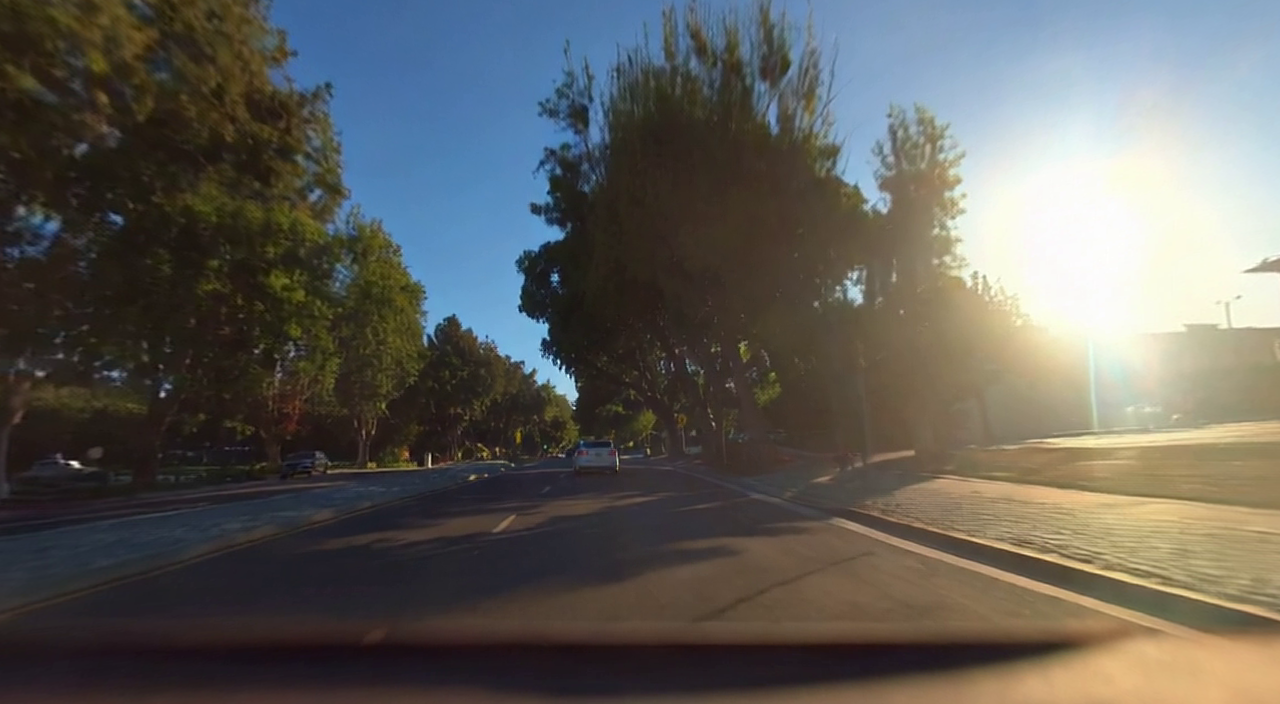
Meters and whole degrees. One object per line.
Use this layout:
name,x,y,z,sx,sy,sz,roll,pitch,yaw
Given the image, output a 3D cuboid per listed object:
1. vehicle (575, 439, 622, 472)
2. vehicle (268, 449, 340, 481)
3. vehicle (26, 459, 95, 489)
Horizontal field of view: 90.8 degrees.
vehicle,-2.043,5.110,31.519,2.142,1.501,4.273,0,-8,-3
vehicle,-21.125,7.078,39.988,2.109,1.858,5.253,1,-8,-6
vehicle,-34.051,7.117,37.249,1.809,1.551,4.352,4,-9,-27
